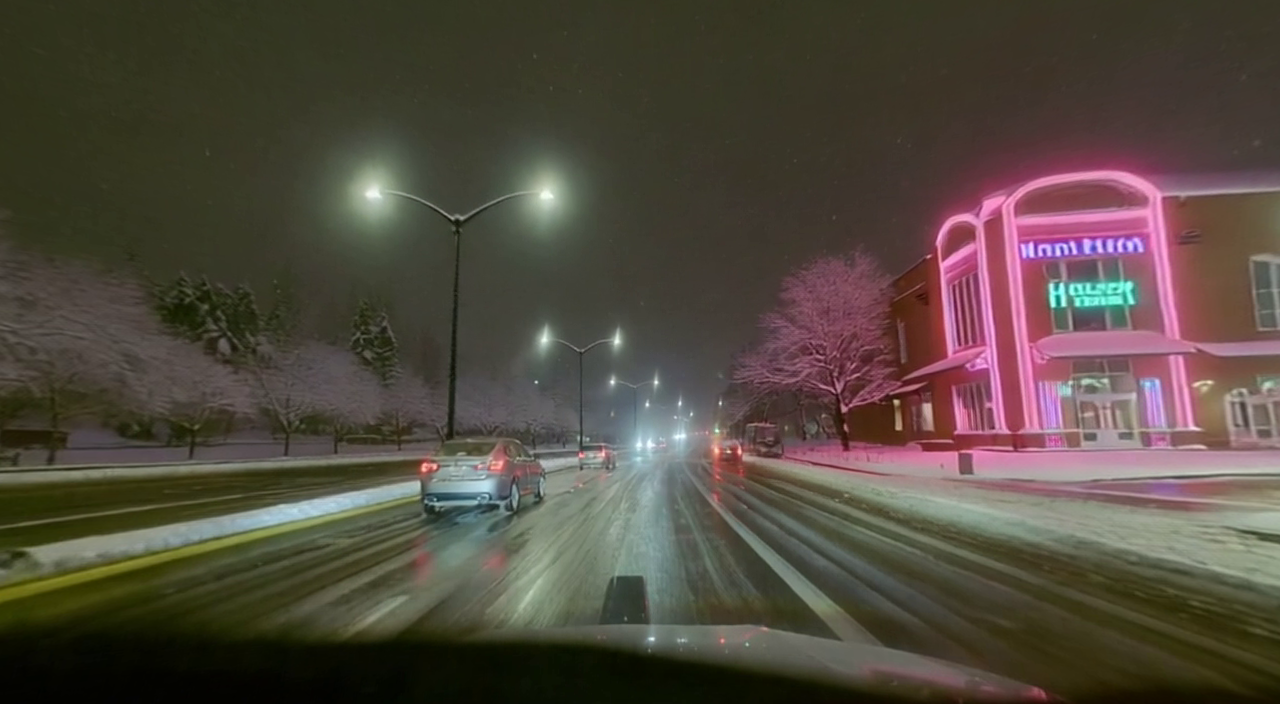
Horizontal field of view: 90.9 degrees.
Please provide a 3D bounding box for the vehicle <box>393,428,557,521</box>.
[{"bbox_3d":[-3.131,2.441,13.108,2.118,1.568,4.436,0,-8,1],"label":"vehicle"}]

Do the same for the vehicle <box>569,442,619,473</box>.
[{"bbox_3d":[-2.283,5.409,32.472,1.980,1.454,4.226,-1,-8,4],"label":"vehicle"}]

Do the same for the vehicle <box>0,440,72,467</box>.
[{"bbox_3d":[-40.395,6.597,41.019,1.993,1.726,4.713,-7,-11,40],"label":"vehicle"}]

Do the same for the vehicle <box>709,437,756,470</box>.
[{"bbox_3d":[5.080,5.654,35.216,2.103,1.699,4.171,0,-8,1],"label":"vehicle"}]
